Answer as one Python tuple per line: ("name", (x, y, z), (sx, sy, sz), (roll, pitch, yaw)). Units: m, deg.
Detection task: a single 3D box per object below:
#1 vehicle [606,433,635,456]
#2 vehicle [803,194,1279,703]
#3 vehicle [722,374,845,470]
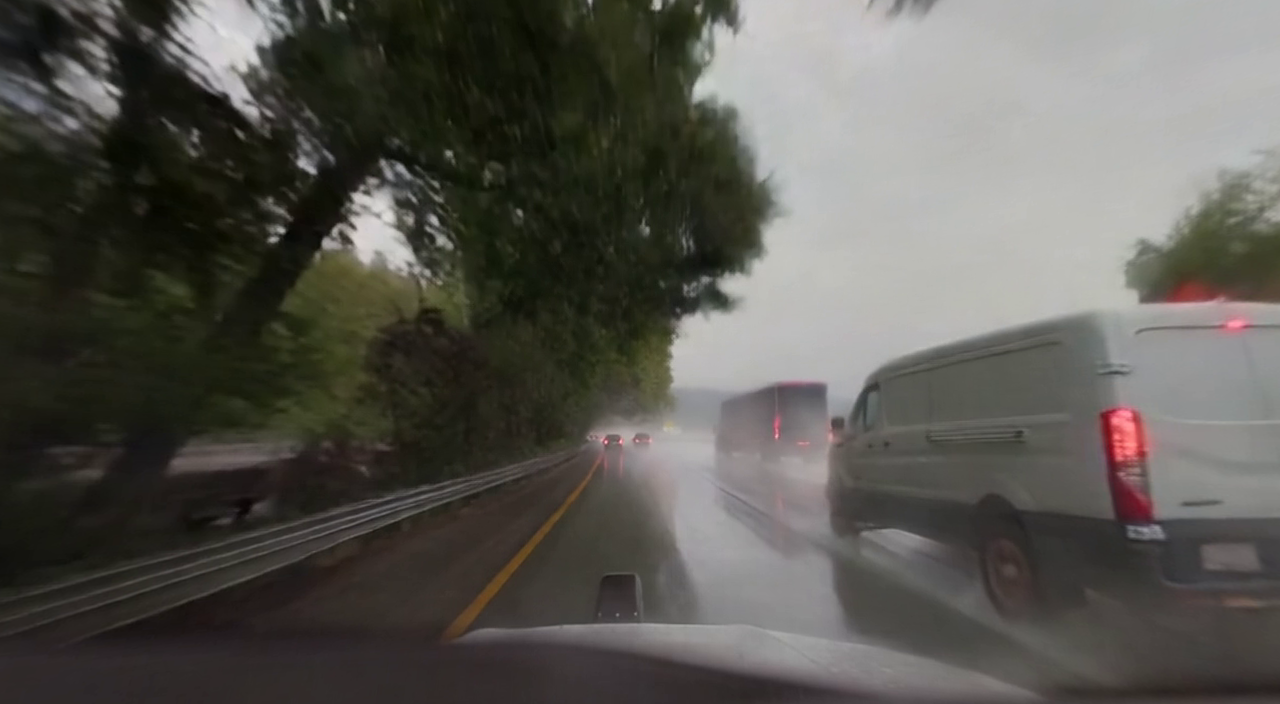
("vehicle", (-1.513, 6.956, 47.474), (2.088, 1.671, 4.068), (0, -8, -2))
("vehicle", (3.500, 0.857, 5.576), (2.436, 2.521, 5.409), (0, -8, -2))
("vehicle", (7.082, 3.938, 34.176), (2.888, 4.093, 14.227), (0, -8, -2))
